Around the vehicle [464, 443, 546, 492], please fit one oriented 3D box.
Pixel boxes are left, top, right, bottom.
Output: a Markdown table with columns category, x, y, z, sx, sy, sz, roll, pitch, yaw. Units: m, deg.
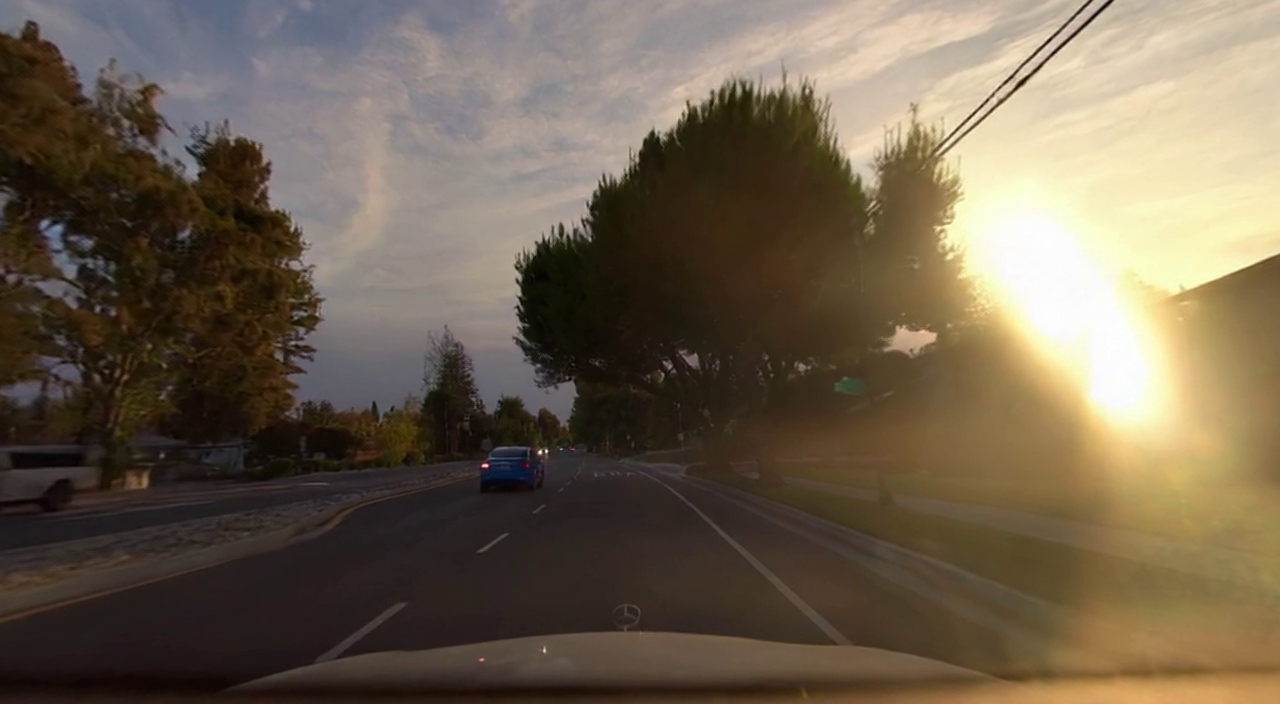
| category | x | y | z | sx | sy | sz | roll | pitch | yaw |
| --- | --- | --- | --- | --- | --- | --- | --- | --- | --- |
| vehicle | -4.563 | 3.954 | 22.116 | 1.980 | 1.508 | 4.502 | 0 | -8 | -2 |
